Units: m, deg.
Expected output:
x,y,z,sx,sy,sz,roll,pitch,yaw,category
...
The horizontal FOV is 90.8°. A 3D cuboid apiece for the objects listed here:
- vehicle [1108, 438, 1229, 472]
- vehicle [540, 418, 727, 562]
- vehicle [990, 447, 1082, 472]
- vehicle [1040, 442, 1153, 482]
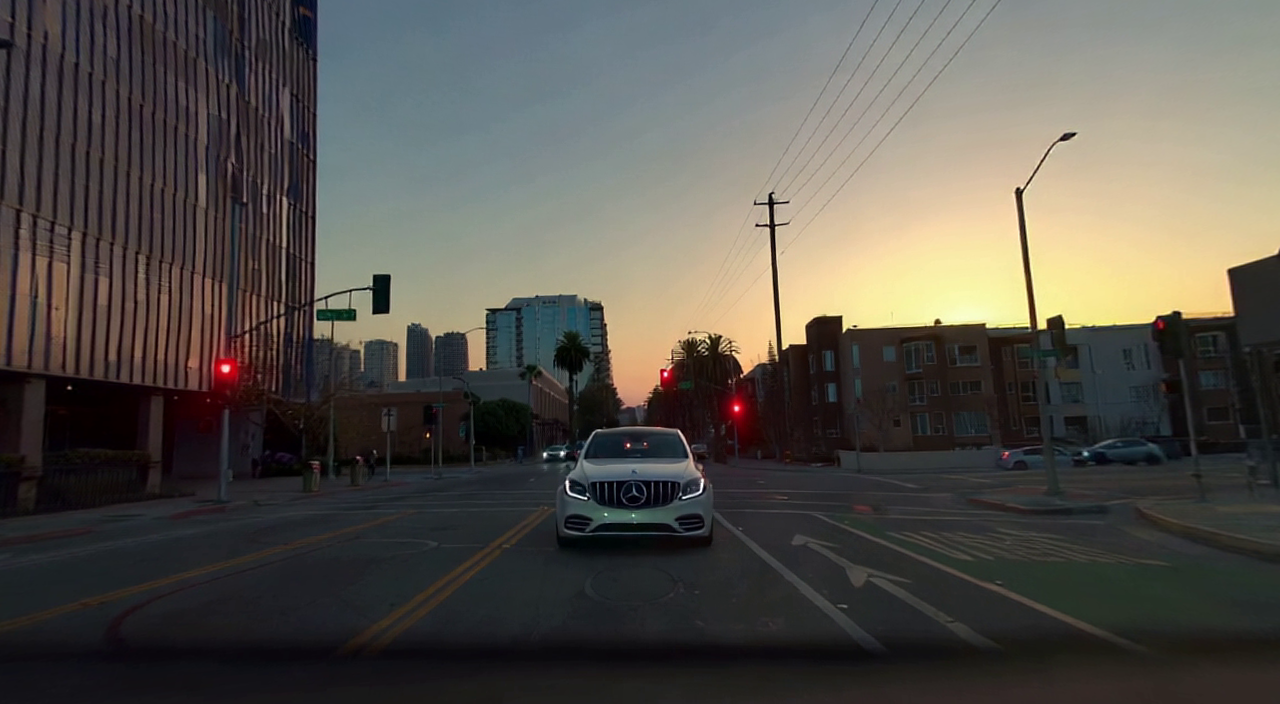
x,y,z,sx,sy,sz,roll,pitch,yaw,category
28.526,5.563,34.222,4.649,1.760,2.029,-1,-8,2,vehicle
-0.081,1.874,9.236,2.144,1.643,3.770,0,-8,0,vehicle
24.207,6.587,38.702,4.417,1.462,1.761,0,-8,-1,vehicle
20.065,4.798,27.797,4.118,1.593,2.004,3,-9,-21,vehicle
